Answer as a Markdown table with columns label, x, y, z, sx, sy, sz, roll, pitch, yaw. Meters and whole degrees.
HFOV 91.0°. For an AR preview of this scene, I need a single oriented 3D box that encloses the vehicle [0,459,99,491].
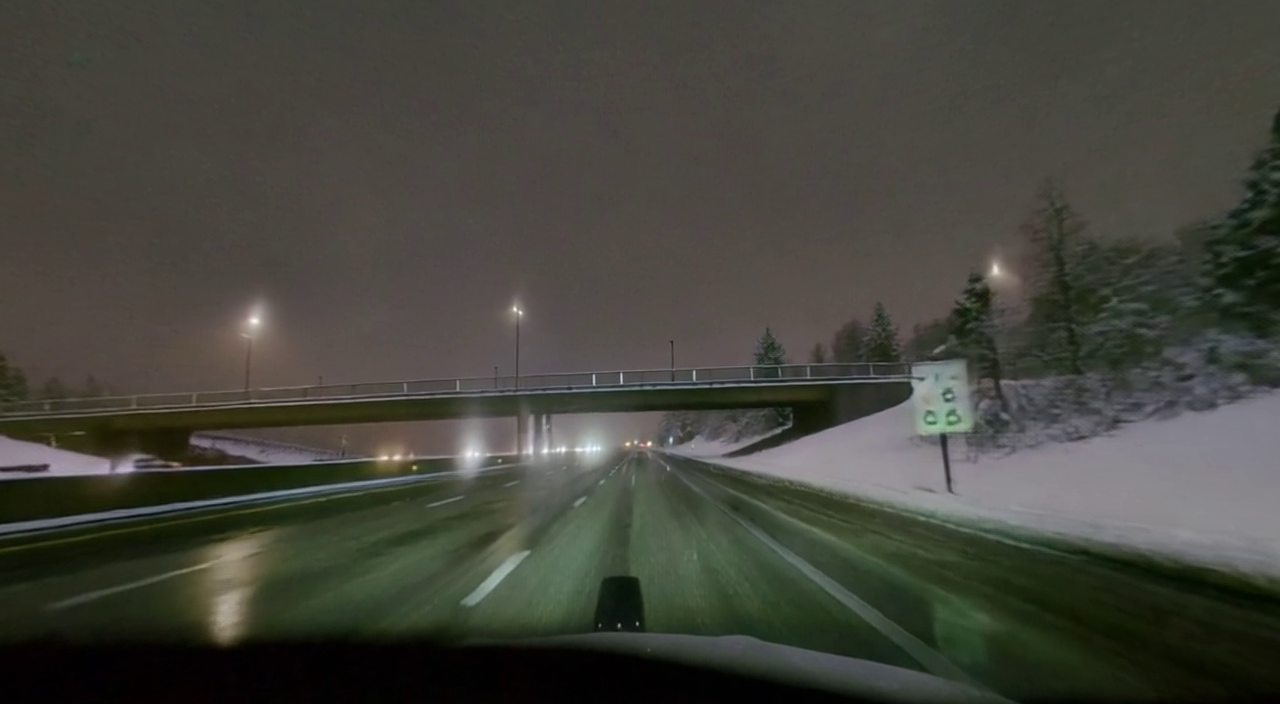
| label | x | y | z | sx | sy | sz | roll | pitch | yaw |
| --- | --- | --- | --- | --- | --- | --- | --- | --- | --- |
| vehicle | -31.727 | 6.492 | 33.518 | 1.815 | 1.486 | 4.395 | 0 | -9 | 1 |

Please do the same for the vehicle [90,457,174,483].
| label | x | y | z | sx | sy | sz | roll | pitch | yaw |
| --- | --- | --- | --- | --- | --- | --- | --- | --- | --- |
| vehicle | -35.728 | 8.271 | 44.465 | 1.948 | 1.676 | 4.660 | 0 | -9 | 0 |
